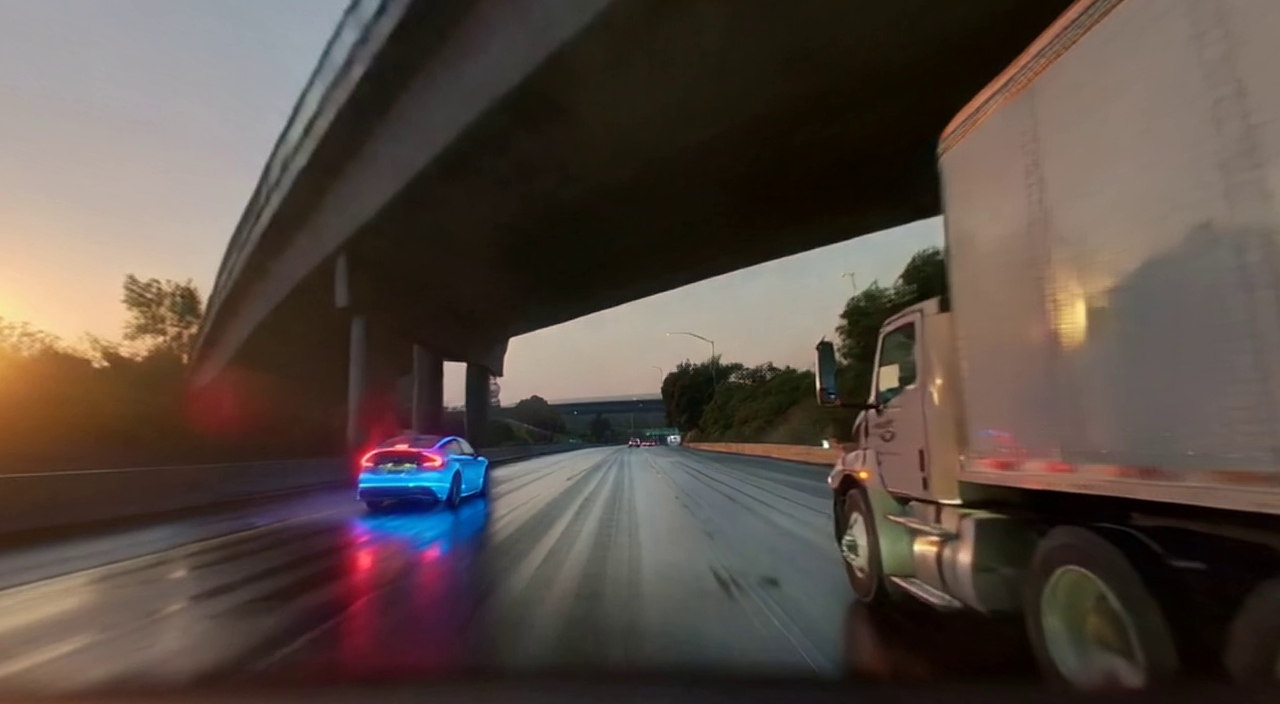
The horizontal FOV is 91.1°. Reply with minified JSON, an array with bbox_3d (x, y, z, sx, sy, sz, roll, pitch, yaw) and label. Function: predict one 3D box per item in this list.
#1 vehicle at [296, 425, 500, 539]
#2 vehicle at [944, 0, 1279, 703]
[{"bbox_3d":[-4.059,2.231,11.513,2.063,1.661,4.439,1,-8,-2],"label":"vehicle"},{"bbox_3d":[3.862,-0.714,1.408,2.945,3.778,6.405,0,-8,-1],"label":"vehicle"}]
